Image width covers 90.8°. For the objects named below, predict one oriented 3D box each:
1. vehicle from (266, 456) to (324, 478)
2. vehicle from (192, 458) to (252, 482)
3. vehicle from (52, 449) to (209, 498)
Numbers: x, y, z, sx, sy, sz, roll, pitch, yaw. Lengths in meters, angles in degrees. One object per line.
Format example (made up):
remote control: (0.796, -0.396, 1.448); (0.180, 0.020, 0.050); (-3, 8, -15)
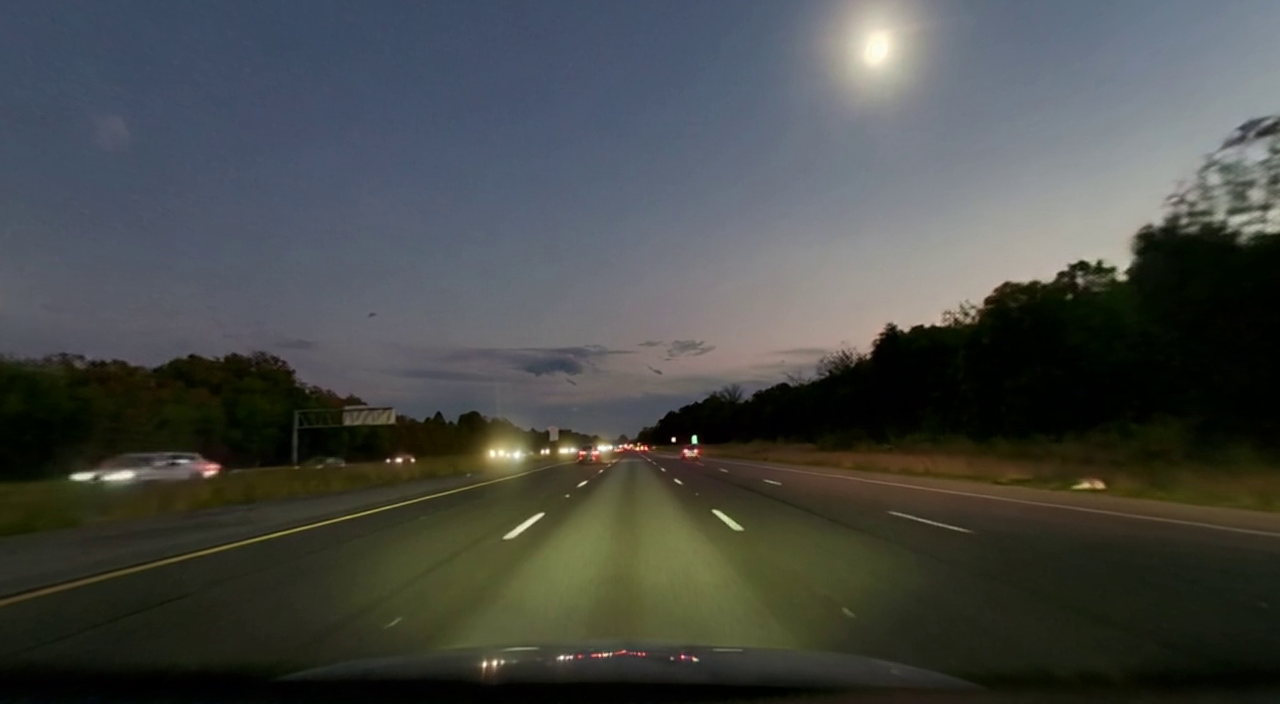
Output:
vehicle: (-25.523, 8.534, 46.921); (1.849, 1.457, 4.390); (0, -9, 0)
vehicle: (-28.987, 8.151, 43.952); (1.727, 1.533, 3.549); (0, -9, 0)
vehicle: (-21.700, 5.141, 27.352); (2.223, 1.871, 5.577); (0, -9, -1)
